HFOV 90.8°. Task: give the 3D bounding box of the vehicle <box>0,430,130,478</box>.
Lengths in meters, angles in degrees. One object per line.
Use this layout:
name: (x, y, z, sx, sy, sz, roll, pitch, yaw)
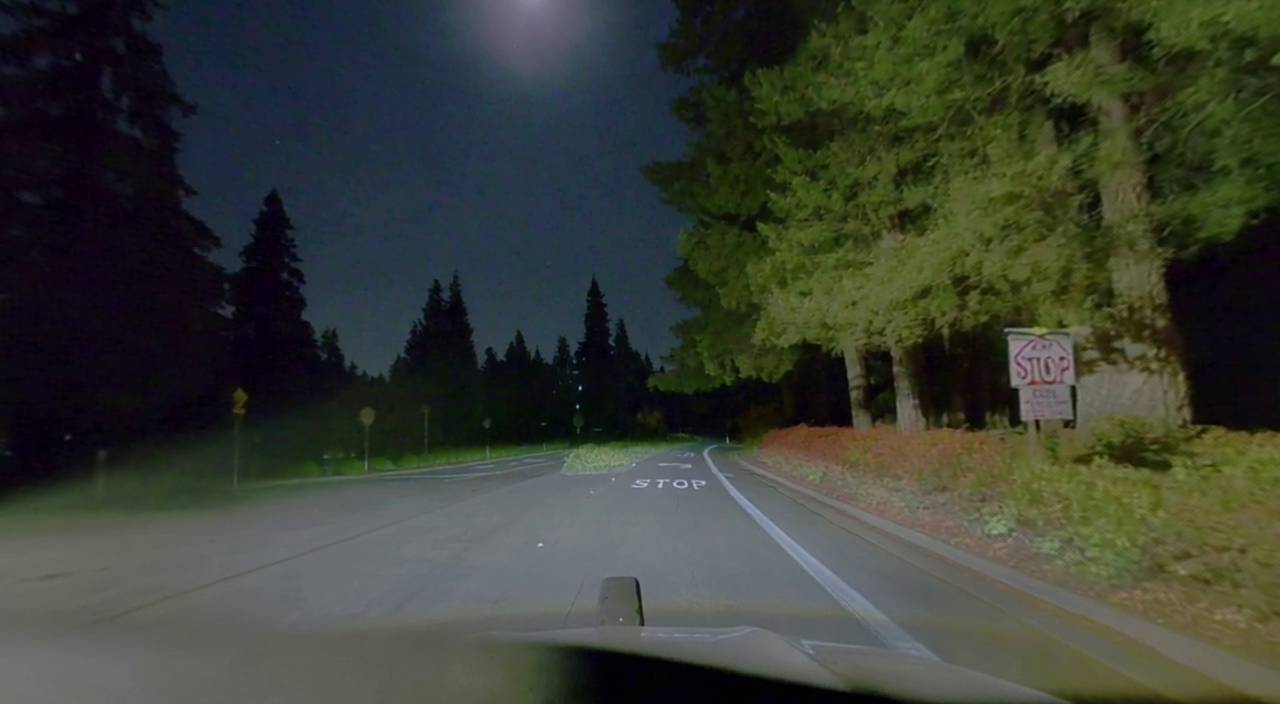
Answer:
vehicle: (-28.372, 5.015, 31.251, 4.733, 1.892, 1.939, -4, -4, 2)
